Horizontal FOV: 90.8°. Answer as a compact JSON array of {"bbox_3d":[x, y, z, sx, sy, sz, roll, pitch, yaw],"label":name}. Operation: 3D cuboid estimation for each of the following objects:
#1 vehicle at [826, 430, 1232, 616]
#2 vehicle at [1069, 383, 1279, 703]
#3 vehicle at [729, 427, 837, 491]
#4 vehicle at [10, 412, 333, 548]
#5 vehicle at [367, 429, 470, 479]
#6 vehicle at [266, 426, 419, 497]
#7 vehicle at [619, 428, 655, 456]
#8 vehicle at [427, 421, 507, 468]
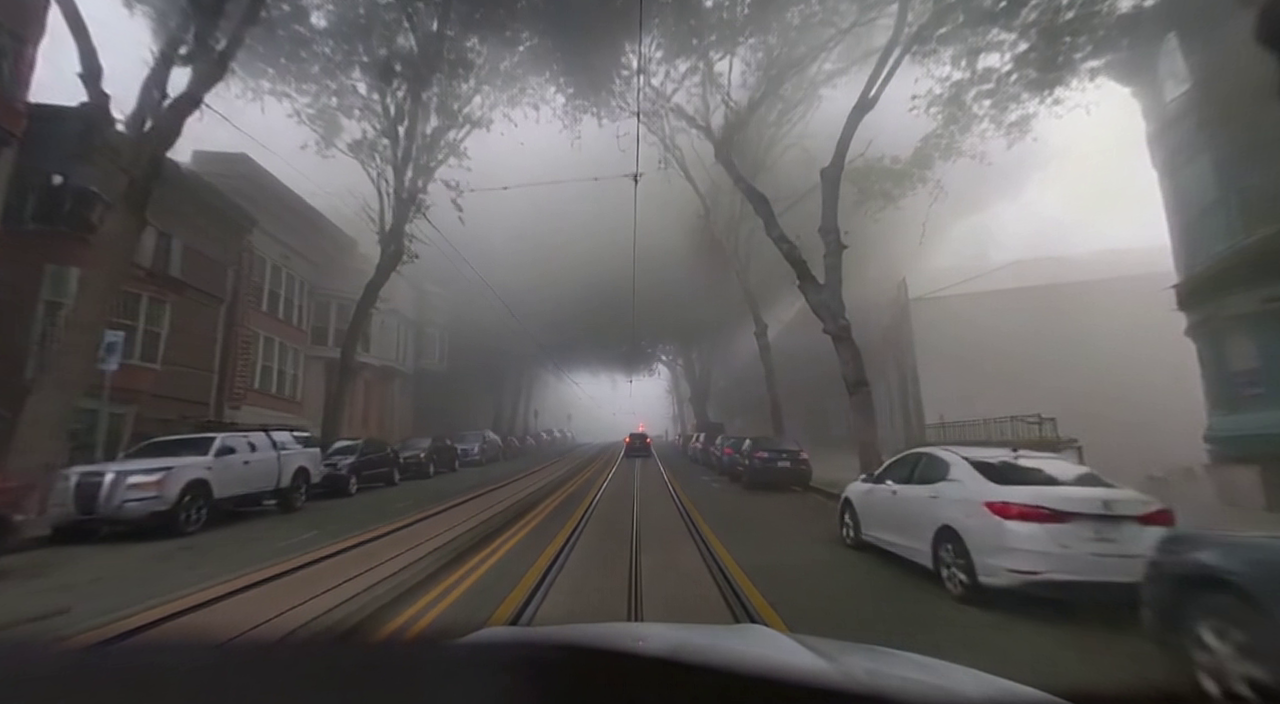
[{"bbox_3d":[3.798,1.708,7.270,1.838,1.475,4.163,0,-9,-3],"label":"vehicle"},{"bbox_3d":[3.935,0.896,2.182,1.929,1.723,4.134,0,-9,0],"label":"vehicle"},{"bbox_3d":[3.838,2.973,17.736,1.890,1.559,4.281,0,-9,-2],"label":"vehicle"},{"bbox_3d":[-7.352,1.995,10.720,1.861,1.751,4.550,1,-7,2],"label":"vehicle"},{"bbox_3d":[-7.389,3.483,21.622,1.833,1.477,4.851,0,-9,-1],"label":"vehicle"},{"bbox_3d":[-7.342,2.816,16.174,1.756,1.492,4.426,2,-10,-1],"label":"vehicle"},{"bbox_3d":[-0.199,5.236,36.605,1.984,1.571,3.404,0,-9,-1],"label":"vehicle"},{"bbox_3d":[-7.305,4.024,27.330,2.049,1.821,5.066,0,-9,0],"label":"vehicle"}]
